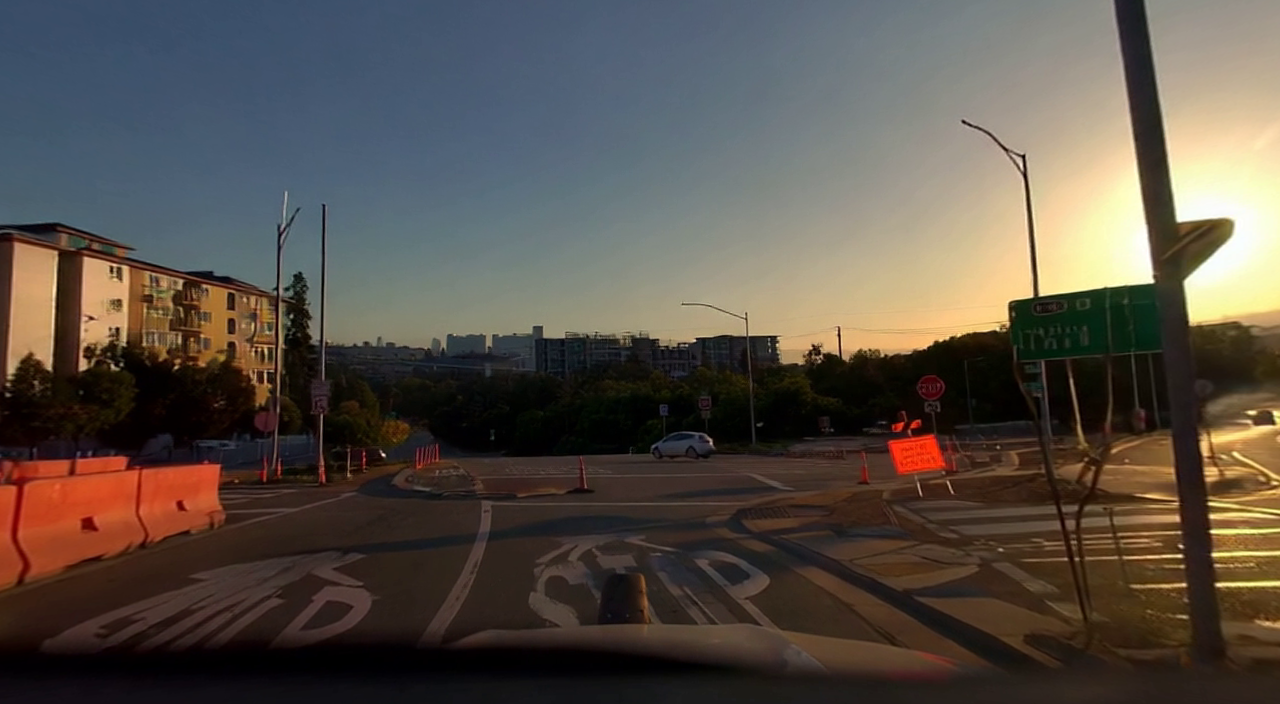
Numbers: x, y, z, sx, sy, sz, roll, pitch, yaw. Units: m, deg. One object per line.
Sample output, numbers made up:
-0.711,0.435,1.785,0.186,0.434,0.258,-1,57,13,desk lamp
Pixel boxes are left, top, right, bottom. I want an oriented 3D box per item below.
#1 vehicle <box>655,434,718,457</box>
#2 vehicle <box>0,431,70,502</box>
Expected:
3.270,6.690,45.013,4.302,1.628,1.957,0,-9,0,vehicle
-17.253,3.099,17.343,2.159,1.734,4.292,7,-11,-41,vehicle
